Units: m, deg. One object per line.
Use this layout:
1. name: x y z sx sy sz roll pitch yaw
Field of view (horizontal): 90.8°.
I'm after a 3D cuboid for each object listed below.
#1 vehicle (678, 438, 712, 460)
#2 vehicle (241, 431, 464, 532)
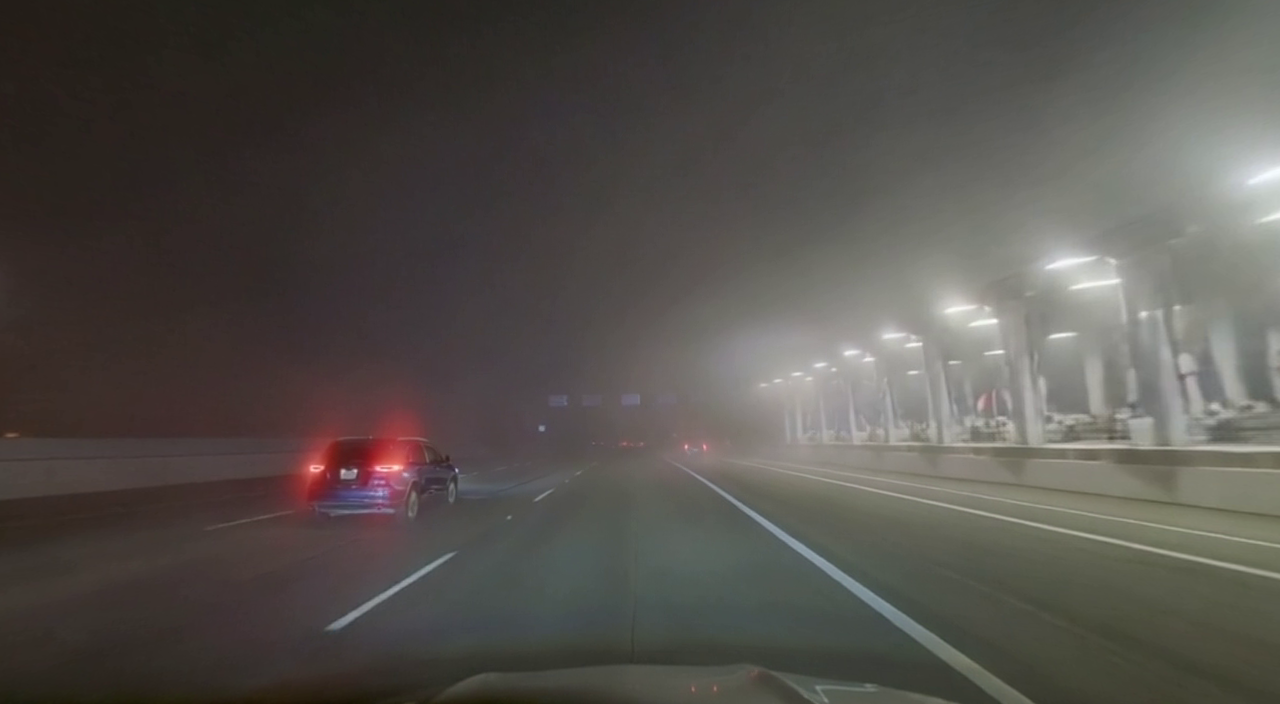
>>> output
1. vehicle: 4.275 7.667 49.873 2.072 1.639 4.919 0 -8 -1
2. vehicle: -4.851 2.228 11.524 1.981 1.465 4.334 0 -8 0
